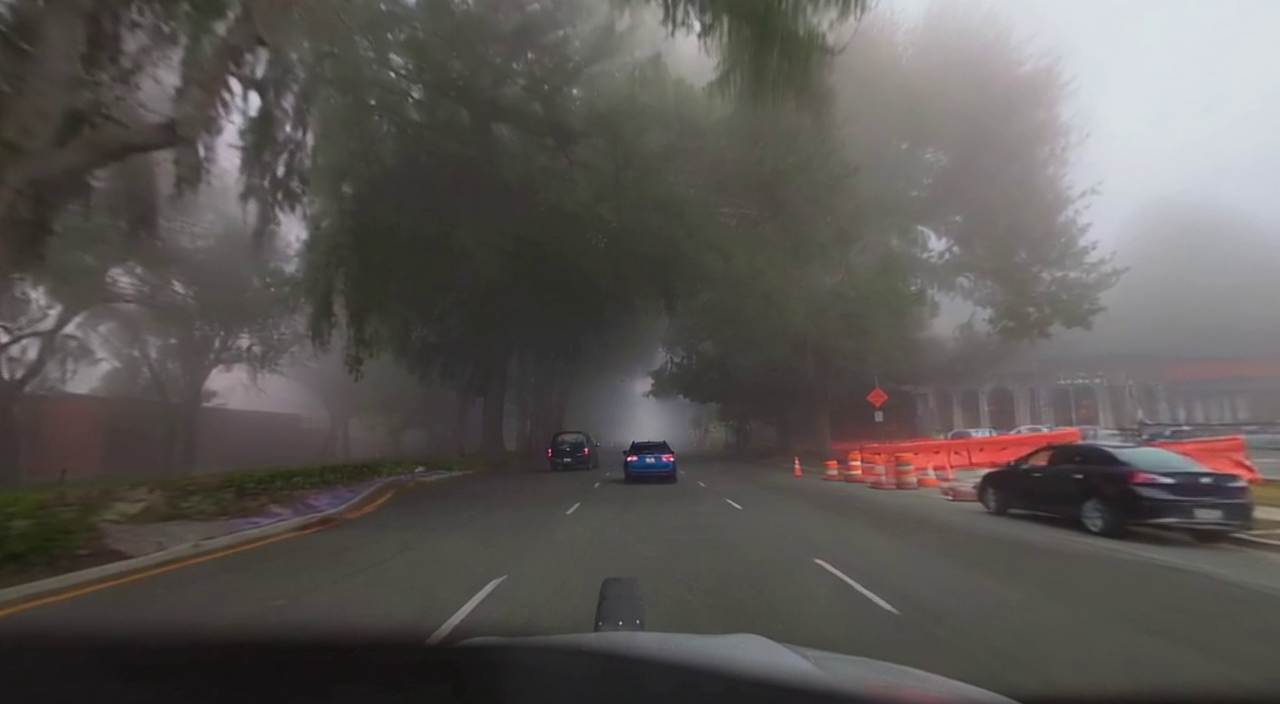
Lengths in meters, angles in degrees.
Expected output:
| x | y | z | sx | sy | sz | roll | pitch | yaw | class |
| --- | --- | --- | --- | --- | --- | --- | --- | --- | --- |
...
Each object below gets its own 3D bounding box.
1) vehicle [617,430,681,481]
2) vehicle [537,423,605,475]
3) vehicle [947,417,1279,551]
| x | y | z | sx | sy | sz | roll | pitch | yaw | class |
| --- | --- | --- | --- | --- | --- | --- | --- | --- | --- |
| 0.306 | 3.850 | 23.806 | 2.168 | 1.725 | 4.192 | 0 | -8 | 0 | vehicle |
| -2.926 | 4.292 | 28.174 | 2.357 | 2.063 | 5.488 | 0 | -8 | 1 | vehicle |
| 6.914 | 1.880 | 9.699 | 2.076 | 1.535 | 4.460 | 0 | -9 | -1 | vehicle |
